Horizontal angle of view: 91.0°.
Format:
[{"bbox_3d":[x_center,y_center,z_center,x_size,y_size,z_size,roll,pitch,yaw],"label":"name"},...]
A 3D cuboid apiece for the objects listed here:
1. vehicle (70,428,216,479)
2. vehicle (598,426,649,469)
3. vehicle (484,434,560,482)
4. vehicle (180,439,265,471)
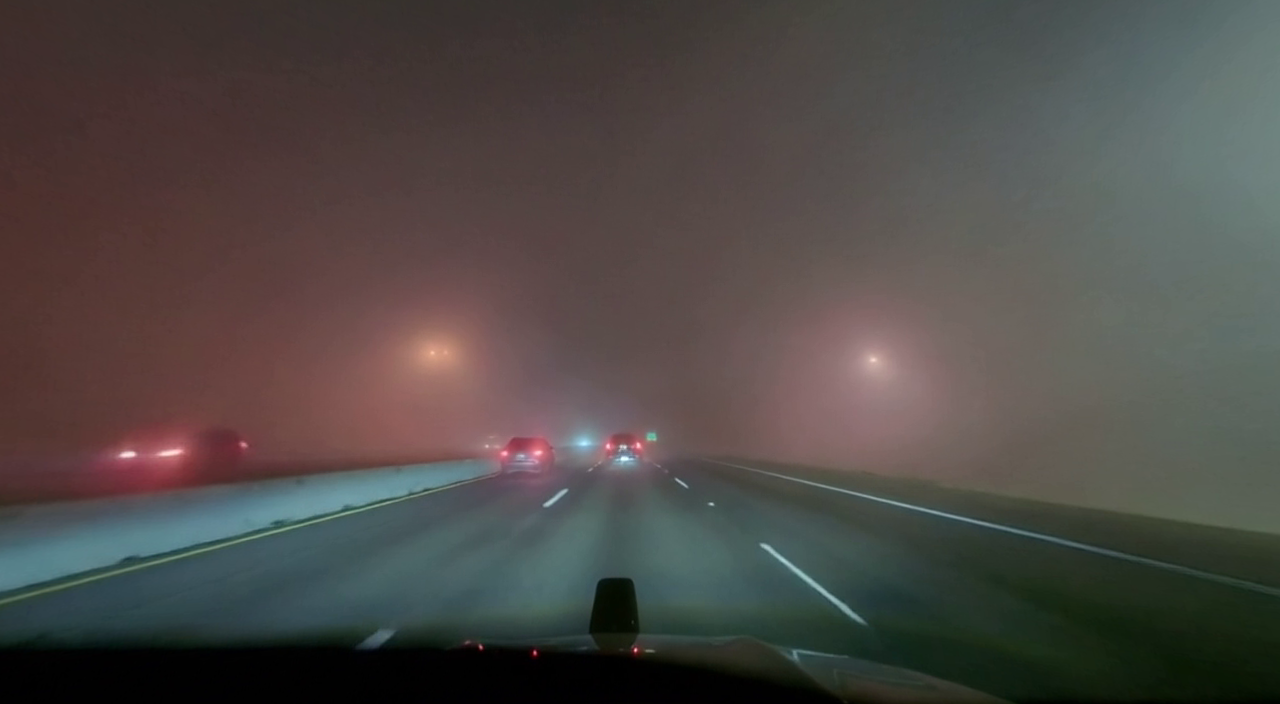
[{"bbox_3d":[-20.049,4.107,25.760,1.999,1.859,4.966,0,-8,-1],"label":"vehicle"},{"bbox_3d":[-0.819,4.829,31.850,2.382,1.973,4.439,0,-8,-1],"label":"vehicle"},{"bbox_3d":[-4.271,3.896,23.449,2.039,1.602,4.317,0,-8,-1],"label":"vehicle"},{"bbox_3d":[-20.178,4.960,30.590,1.891,1.445,3.374,0,-8,-2],"label":"vehicle"}]
